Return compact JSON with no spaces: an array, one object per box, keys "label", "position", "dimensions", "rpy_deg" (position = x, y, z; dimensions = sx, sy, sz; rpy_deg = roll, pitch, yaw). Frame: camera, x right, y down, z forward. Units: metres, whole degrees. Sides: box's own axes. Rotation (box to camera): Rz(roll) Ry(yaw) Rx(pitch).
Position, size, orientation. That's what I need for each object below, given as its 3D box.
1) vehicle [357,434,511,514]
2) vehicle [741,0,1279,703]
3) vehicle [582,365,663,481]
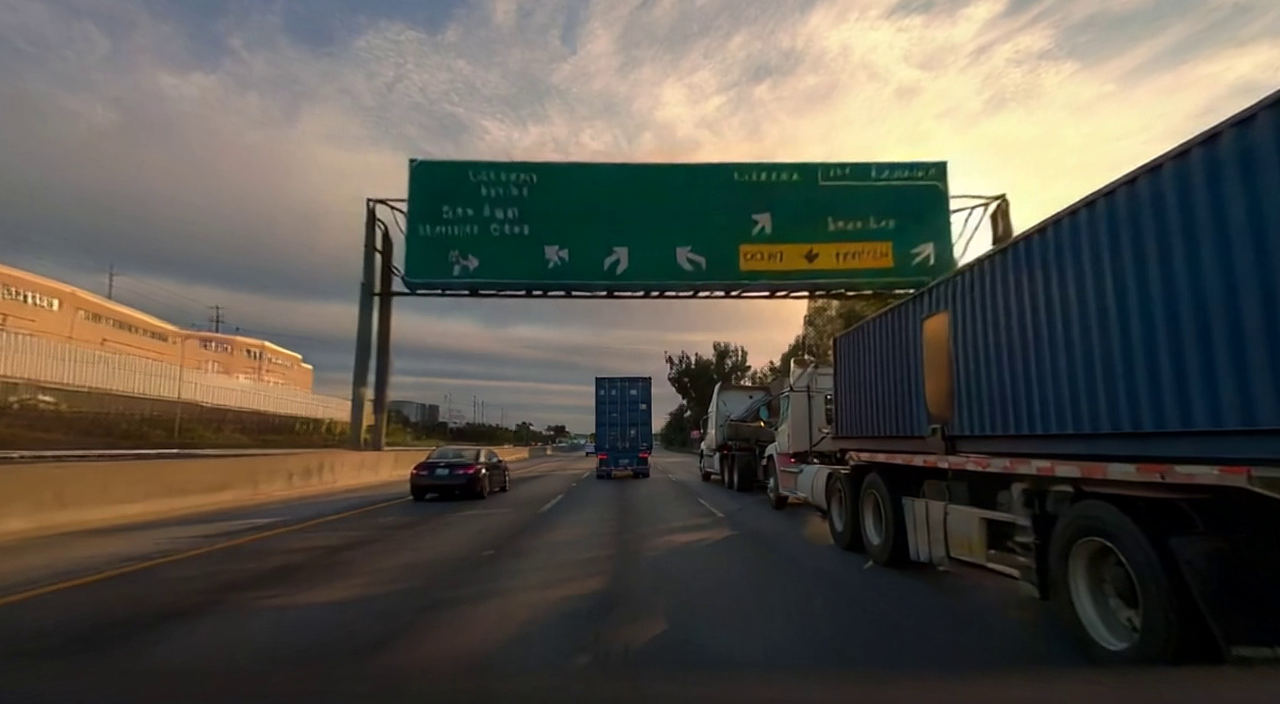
[{"label":"vehicle","position":[-4.346,2.637,14.239],"dimensions":[1.994,1.471,4.591],"rpy_deg":[0,-9,-1]},{"label":"vehicle","position":[3.745,0.387,7.670],"dimensions":[2.803,4.072,12.744],"rpy_deg":[0,-8,-1]},{"label":"vehicle","position":[-0.579,3.400,28.543],"dimensions":[2.841,4.071,12.046],"rpy_deg":[-1,-9,1]}]
